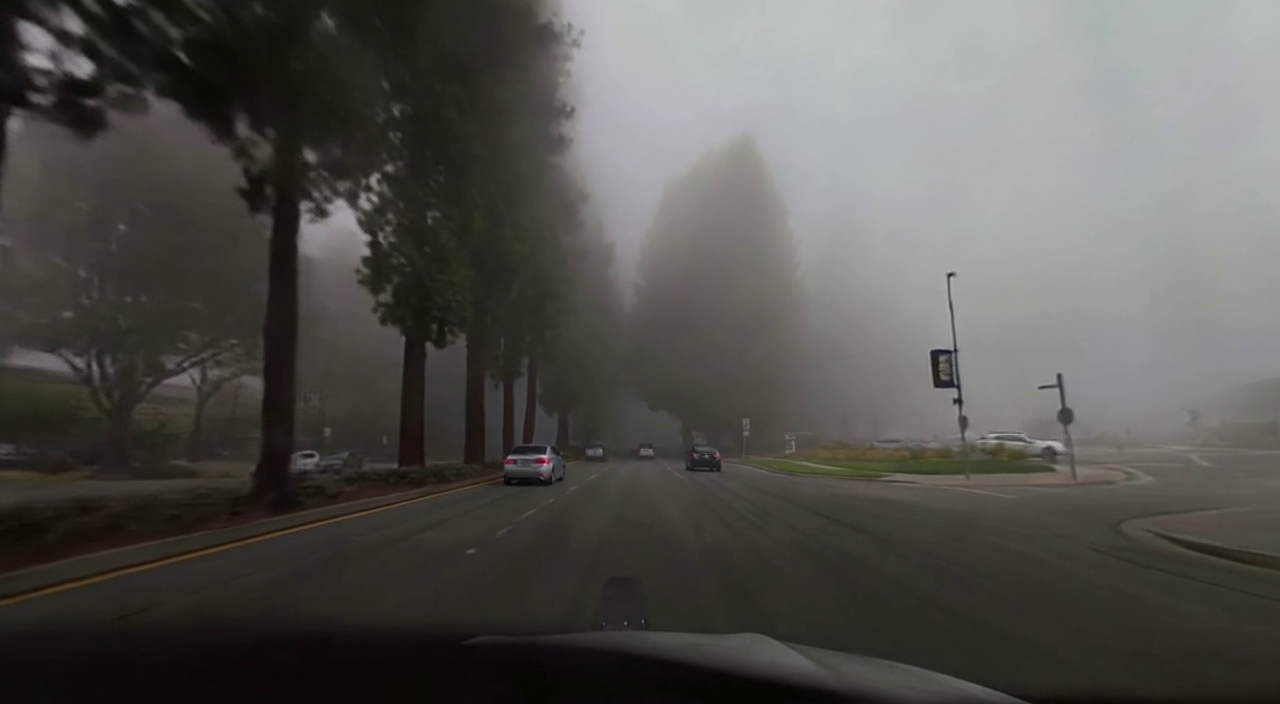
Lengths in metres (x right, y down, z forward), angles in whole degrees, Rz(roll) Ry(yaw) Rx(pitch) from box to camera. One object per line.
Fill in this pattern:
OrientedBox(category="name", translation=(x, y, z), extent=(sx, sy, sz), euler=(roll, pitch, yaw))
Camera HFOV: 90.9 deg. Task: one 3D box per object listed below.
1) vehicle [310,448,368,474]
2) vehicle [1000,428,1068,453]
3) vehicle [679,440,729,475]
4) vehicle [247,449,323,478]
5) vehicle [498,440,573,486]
OrientedBox(category="vehicle", translation=(-22.440, 8.108, 47.242), extent=(1.958, 1.780, 4.479), euler=(0, -8, 2))
OrientedBox(category="vehicle", translation=(26.386, 5.940, 42.356), extent=(1.677, 1.591, 4.298), euler=(-1, -8, -1))
OrientedBox(category="vehicle", translation=(3.003, 5.064, 30.491), extent=(1.922, 1.579, 3.642), euler=(0, -8, -2))
OrientedBox(category="vehicle", translation=(-22.696, 7.114, 40.557), extent=(2.040, 1.757, 4.730), euler=(0, -8, 1))
OrientedBox(category="vehicle", translation=(-3.680, 3.991, 23.039), extent=(1.908, 1.481, 4.536), euler=(0, -8, 1))
